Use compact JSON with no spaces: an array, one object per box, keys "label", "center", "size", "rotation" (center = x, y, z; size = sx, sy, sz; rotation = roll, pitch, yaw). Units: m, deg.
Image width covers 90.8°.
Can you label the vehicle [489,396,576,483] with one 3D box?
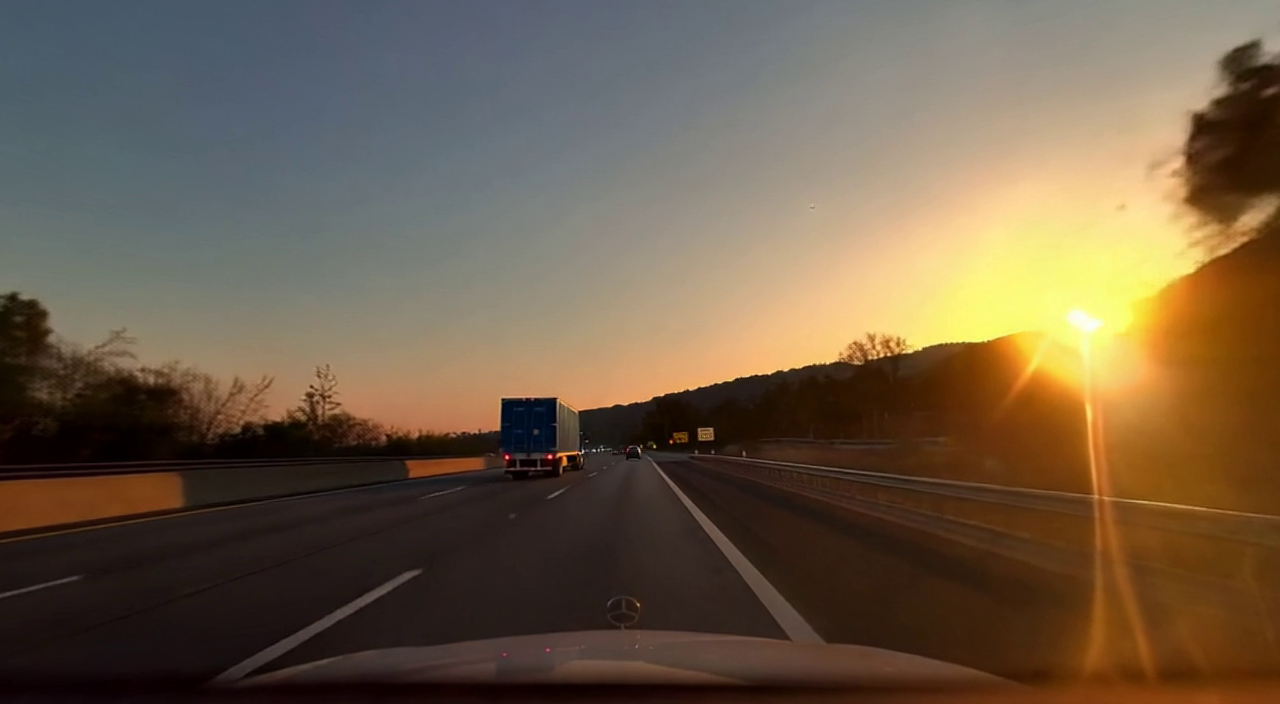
[{"label":"vehicle","center":[-4.665,4.050,29.001],"size":[2.707,3.461,7.191],"rotation":[0,-9,0]}]
